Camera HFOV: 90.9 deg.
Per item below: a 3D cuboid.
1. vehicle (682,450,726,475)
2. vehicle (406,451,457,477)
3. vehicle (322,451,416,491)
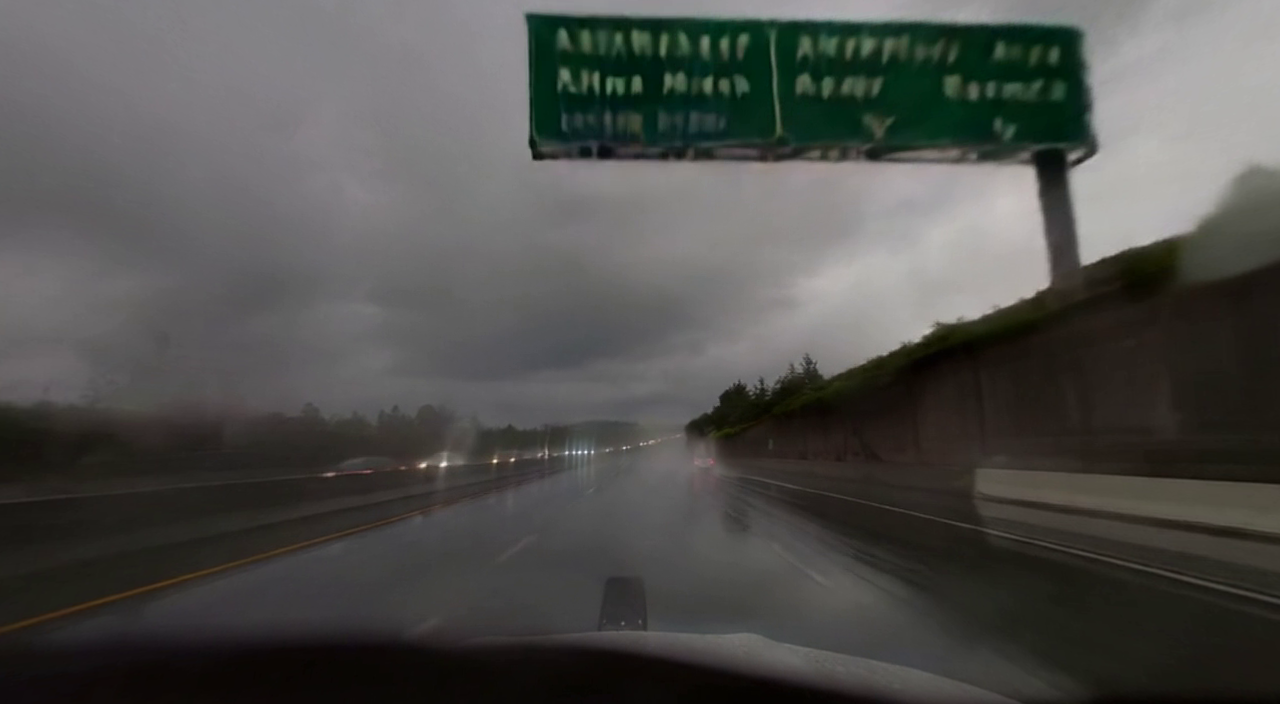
[{"bbox_3d":[3.690,6.474,37.110,2.065,1.400,4.028,0,-9,-1],"label":"vehicle"},{"bbox_3d":[-14.285,7.654,43.383,1.988,1.638,4.260,0,-9,0],"label":"vehicle"},{"bbox_3d":[-11.339,4.984,26.789,1.879,1.511,4.778,0,-9,0],"label":"vehicle"}]
